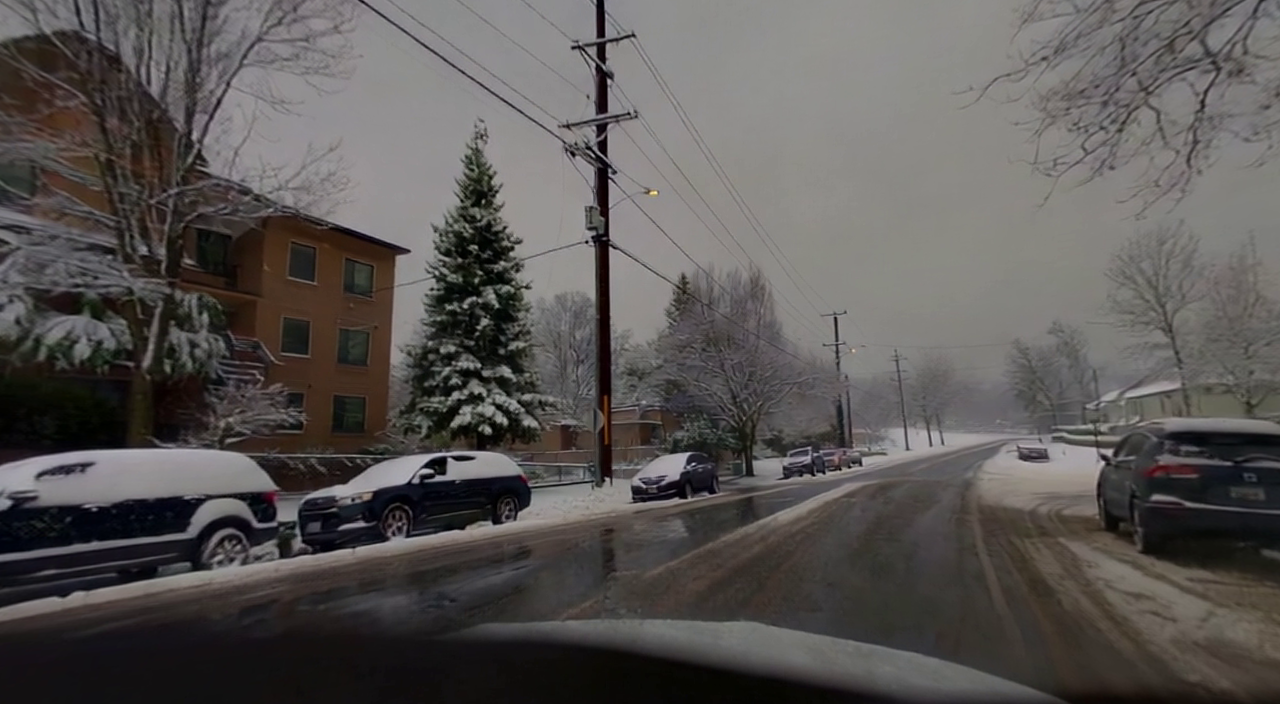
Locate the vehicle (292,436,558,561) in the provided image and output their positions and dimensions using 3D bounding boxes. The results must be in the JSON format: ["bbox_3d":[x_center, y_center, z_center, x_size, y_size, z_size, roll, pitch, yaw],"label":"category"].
[{"bbox_3d":[-3.772,2.671,11.971,2.068,1.745,4.579,-12,-14,24],"label":"vehicle"}]

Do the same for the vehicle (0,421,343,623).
[{"bbox_3d":[-6.346,1.920,7.337,1.973,1.848,5.100,-13,-13,25],"label":"vehicle"}]

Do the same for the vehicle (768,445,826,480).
[{"bbox_3d":[8.945,6.186,35.701,2.011,1.801,4.676,-5,-10,28],"label":"vehicle"}]

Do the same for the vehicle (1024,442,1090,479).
[{"bbox_3d":[18.501,4.780,28.207,1.964,1.515,4.055,-5,-10,28],"label":"vehicle"}]

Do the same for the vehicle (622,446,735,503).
[{"bbox_3d":[1.497,4.316,22.393,2.017,1.582,4.664,-13,-15,27],"label":"vehicle"}]

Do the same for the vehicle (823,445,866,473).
[{"bbox_3d":[15.179,7.952,46.742,1.953,1.699,4.234,-11,-17,29],"label":"vehicle"}]

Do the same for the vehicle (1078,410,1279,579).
[{"bbox_3d":[7.512,1.718,8.330,2.180,1.677,4.432,-5,-10,27],"label":"vehicle"}]
